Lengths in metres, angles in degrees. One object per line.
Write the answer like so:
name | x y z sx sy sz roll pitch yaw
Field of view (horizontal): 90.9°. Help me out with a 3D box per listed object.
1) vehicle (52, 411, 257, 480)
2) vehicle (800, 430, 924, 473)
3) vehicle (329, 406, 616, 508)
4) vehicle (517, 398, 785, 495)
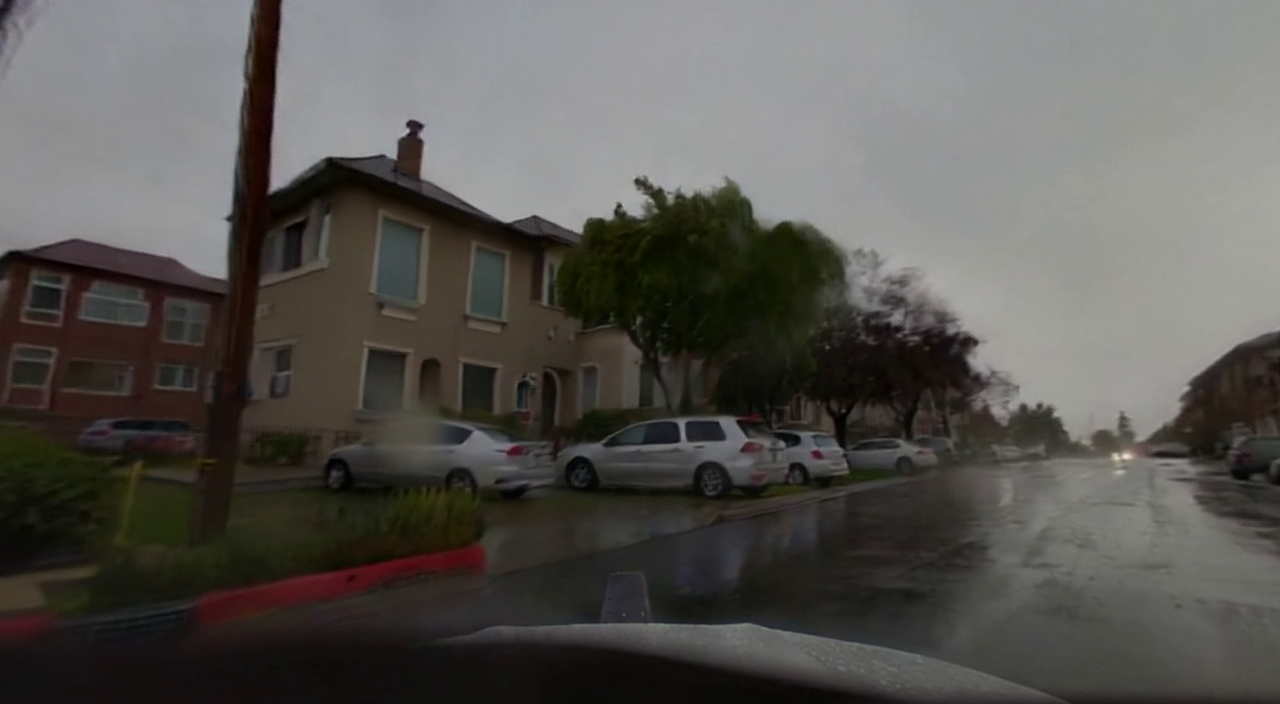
vehicle | -15.656 3.000 20.380 5.778 1.875 2.152 0 -10 19
vehicle | 9.124 4.109 26.224 4.450 1.707 1.902 0 -8 1
vehicle | -2.871 1.882 11.538 4.648 1.659 1.897 -1 -8 5
vehicle | 0.238 2.095 14.175 5.514 1.976 2.153 0 -8 2
